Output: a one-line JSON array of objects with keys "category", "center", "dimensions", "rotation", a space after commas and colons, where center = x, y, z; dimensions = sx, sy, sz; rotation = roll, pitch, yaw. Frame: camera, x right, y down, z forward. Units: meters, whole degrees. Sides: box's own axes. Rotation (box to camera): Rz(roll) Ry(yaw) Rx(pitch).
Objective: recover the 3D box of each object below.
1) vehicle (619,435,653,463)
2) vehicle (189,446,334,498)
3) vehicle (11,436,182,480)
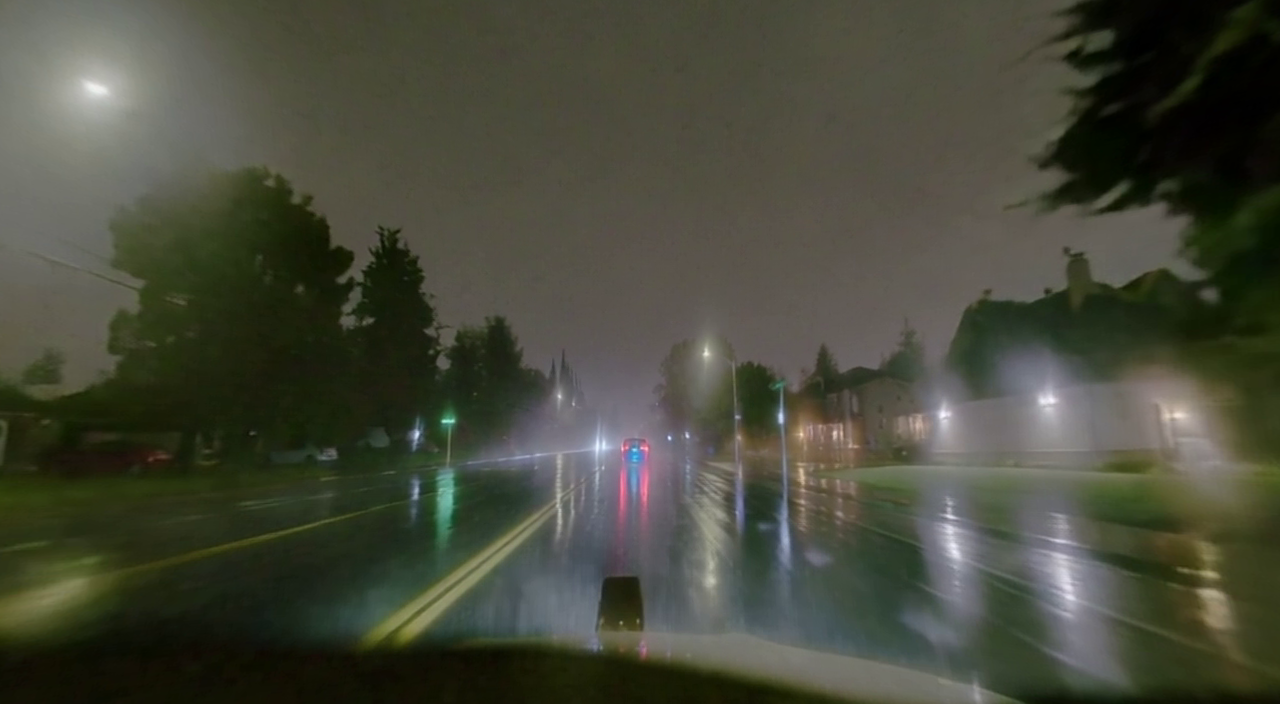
[{"category": "vehicle", "center": [-0.266, 6.662, 43.583], "dimensions": [2.230, 1.827, 4.298], "rotation": [0, -8, 0]}, {"category": "vehicle", "center": [-12.344, 3.902, 21.020], "dimensions": [2.090, 1.478, 4.376], "rotation": [0, -8, 1]}, {"category": "vehicle", "center": [-21.054, 4.102, 24.639], "dimensions": [4.773, 1.625, 1.933], "rotation": [1, -8, -2]}]
